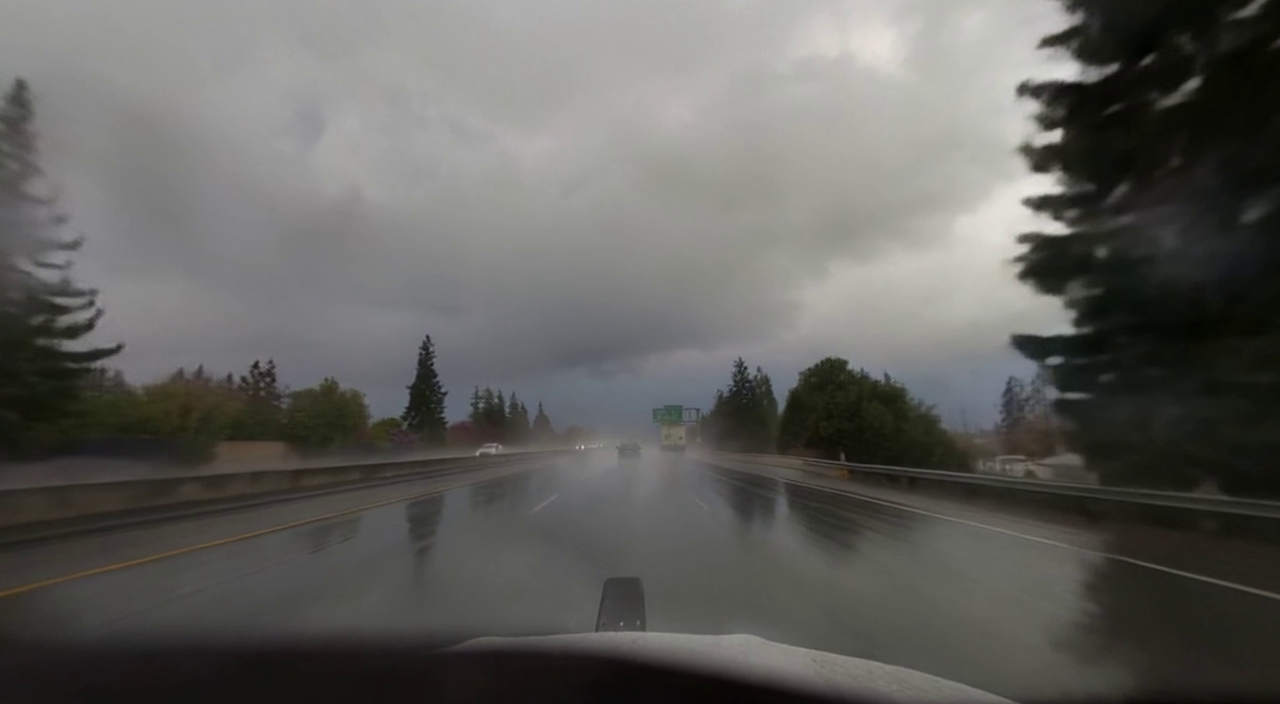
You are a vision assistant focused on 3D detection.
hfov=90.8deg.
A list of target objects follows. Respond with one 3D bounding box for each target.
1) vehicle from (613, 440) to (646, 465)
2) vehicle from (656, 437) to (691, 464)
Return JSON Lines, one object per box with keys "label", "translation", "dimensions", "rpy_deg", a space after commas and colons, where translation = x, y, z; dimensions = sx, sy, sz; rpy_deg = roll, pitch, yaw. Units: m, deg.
{"label": "vehicle", "translation": [-0.729, 6.963, 43.713], "dimensions": [2.173, 1.598, 4.293], "rpy_deg": [0, -9, -1]}
{"label": "vehicle", "translation": [2.447, 7.363, 47.212], "dimensions": [2.139, 1.925, 4.312], "rpy_deg": [0, -9, -2]}
